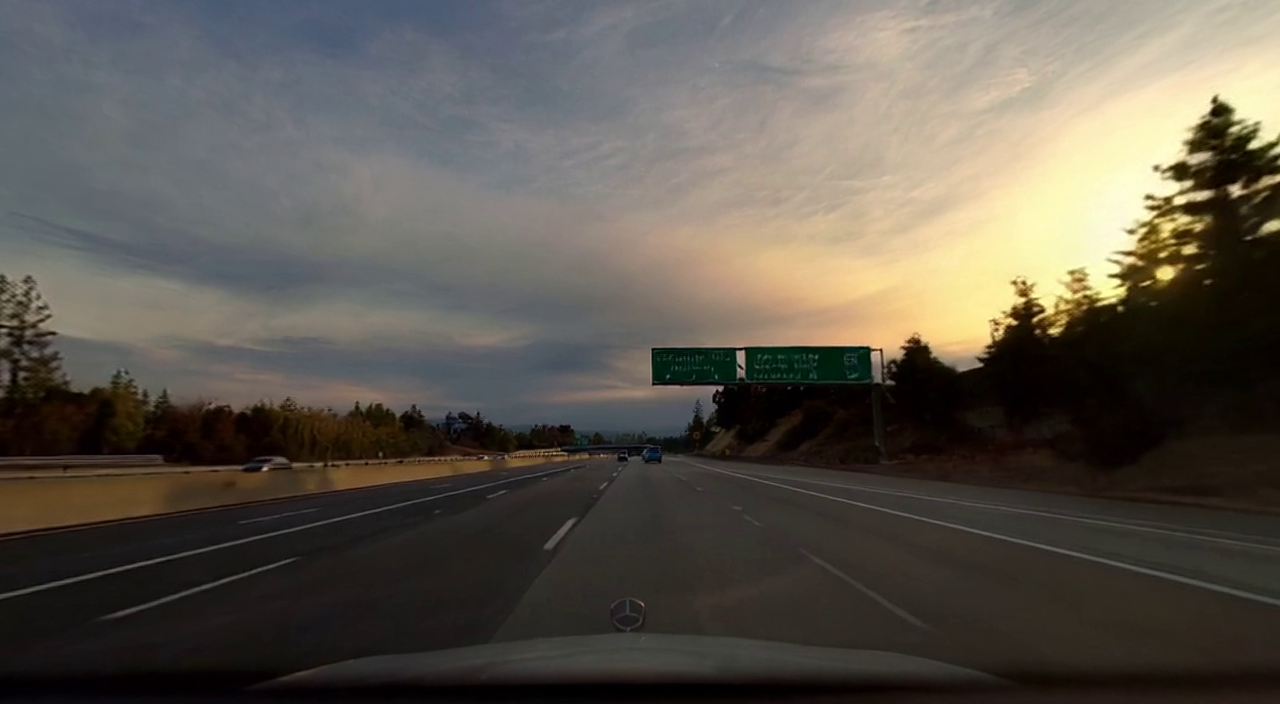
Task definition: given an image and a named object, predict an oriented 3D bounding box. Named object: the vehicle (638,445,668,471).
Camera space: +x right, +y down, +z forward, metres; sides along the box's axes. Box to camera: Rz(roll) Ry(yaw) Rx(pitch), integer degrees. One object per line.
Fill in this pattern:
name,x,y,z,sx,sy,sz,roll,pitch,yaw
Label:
vehicle,0.952,8.309,49.379,2.219,1.927,4.409,0,-9,0
